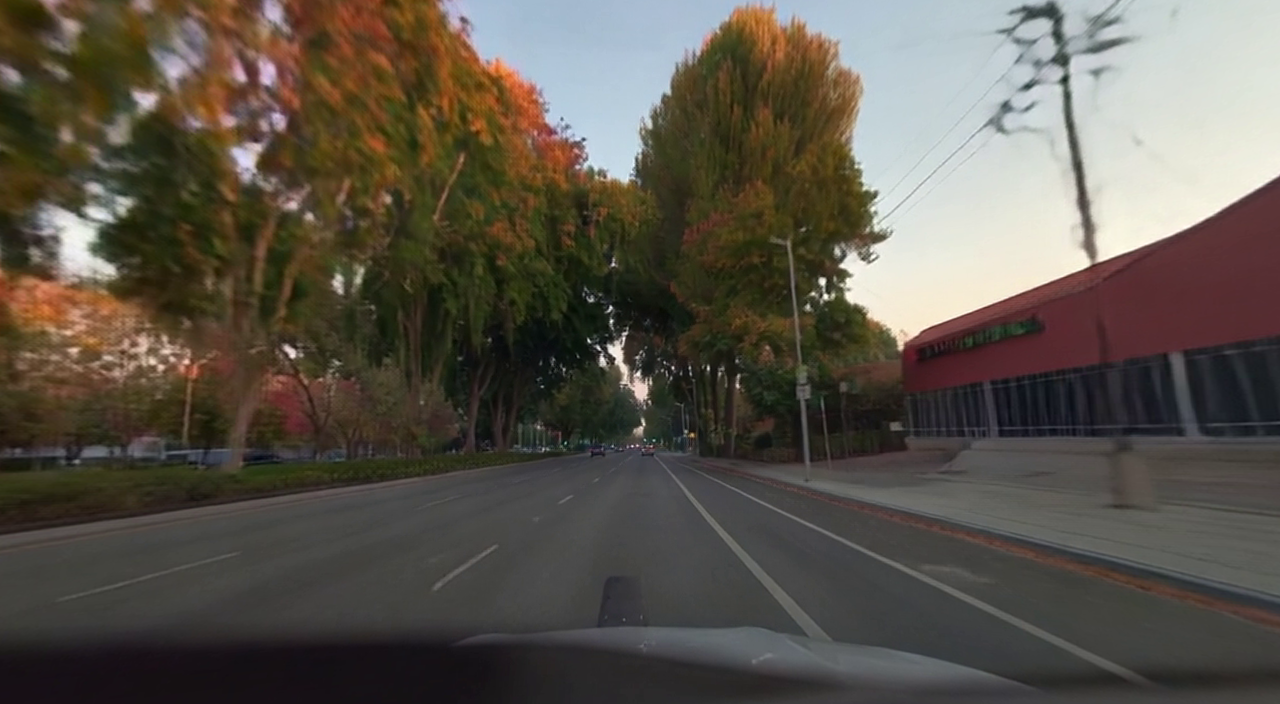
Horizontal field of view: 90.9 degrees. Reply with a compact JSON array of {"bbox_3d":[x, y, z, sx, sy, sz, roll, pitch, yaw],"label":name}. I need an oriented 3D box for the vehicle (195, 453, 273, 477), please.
[{"bbox_3d":[-26.593,7.399,41.508,2.007,1.430,4.583,0,-9,1],"label":"vehicle"}]
